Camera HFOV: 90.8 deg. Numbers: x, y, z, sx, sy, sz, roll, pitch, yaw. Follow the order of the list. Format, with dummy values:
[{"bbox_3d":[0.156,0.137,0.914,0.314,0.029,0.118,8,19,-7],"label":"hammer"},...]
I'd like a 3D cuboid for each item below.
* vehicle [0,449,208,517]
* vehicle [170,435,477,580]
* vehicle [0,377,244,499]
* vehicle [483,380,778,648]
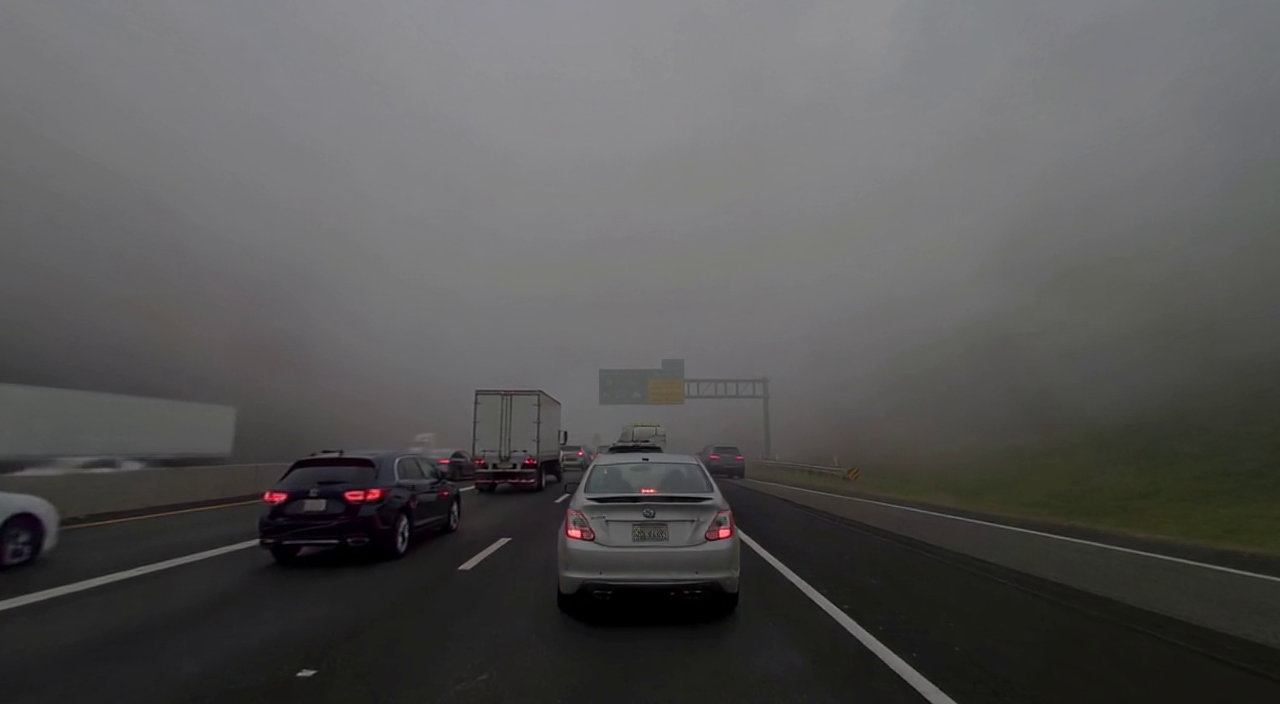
[{"bbox_3d":[-15.415,3.705,18.490,2.037,1.692,4.846,-1,-9,0],"label":"vehicle"},{"bbox_3d":[-3.922,1.984,8.914,1.986,1.501,4.407,-1,-9,1],"label":"vehicle"},{"bbox_3d":[-22.831,3.744,26.589,3.074,4.034,14.138,0,-9,0],"label":"vehicle"},{"bbox_3d":[-0.091,1.359,6.068,1.995,1.798,3.380,0,-9,-1],"label":"vehicle"}]
